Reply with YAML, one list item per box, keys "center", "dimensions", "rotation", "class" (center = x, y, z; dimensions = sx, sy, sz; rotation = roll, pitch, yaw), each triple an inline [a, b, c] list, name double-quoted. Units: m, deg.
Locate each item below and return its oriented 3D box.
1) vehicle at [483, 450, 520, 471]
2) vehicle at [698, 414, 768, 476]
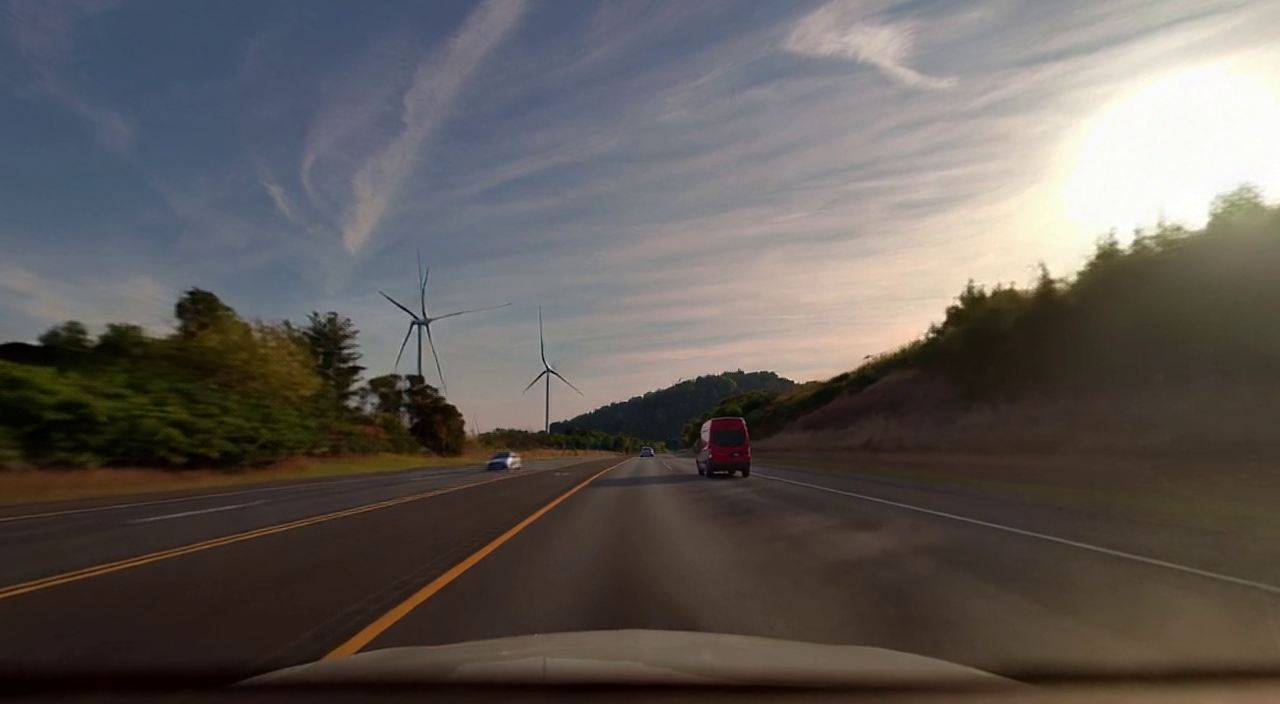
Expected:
- center: [-10.240, 8.032, 46.843]
  dimensions: [1.914, 1.446, 3.942]
  rotation: [0, -9, -1]
  class: "vehicle"
- center: [4.359, 4.545, 30.718]
  dimensions: [2.437, 2.735, 5.507]
  rotation: [0, -9, -1]
  class: "vehicle"
